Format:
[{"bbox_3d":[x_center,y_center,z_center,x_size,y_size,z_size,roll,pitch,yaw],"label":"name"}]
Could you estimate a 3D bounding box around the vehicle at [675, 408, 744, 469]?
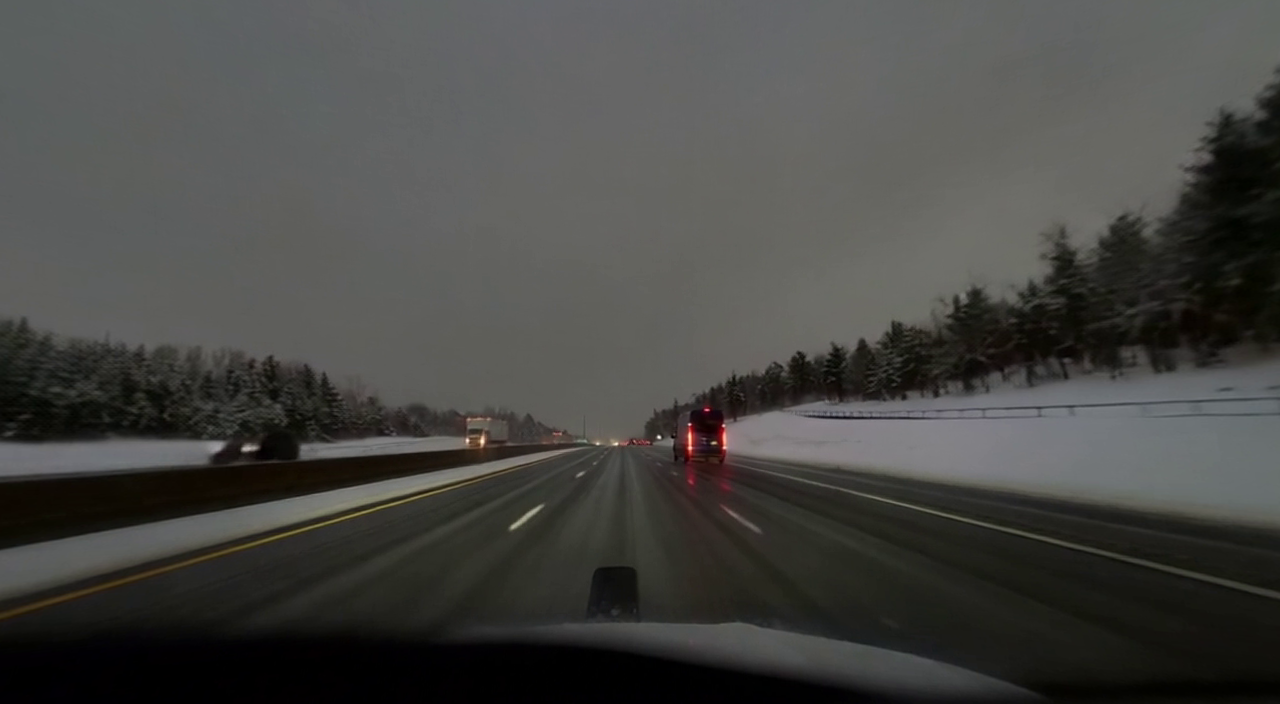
[{"bbox_3d":[3.280,4.316,31.407,2.431,2.667,6.921,0,-8,-2],"label":"vehicle"}]
